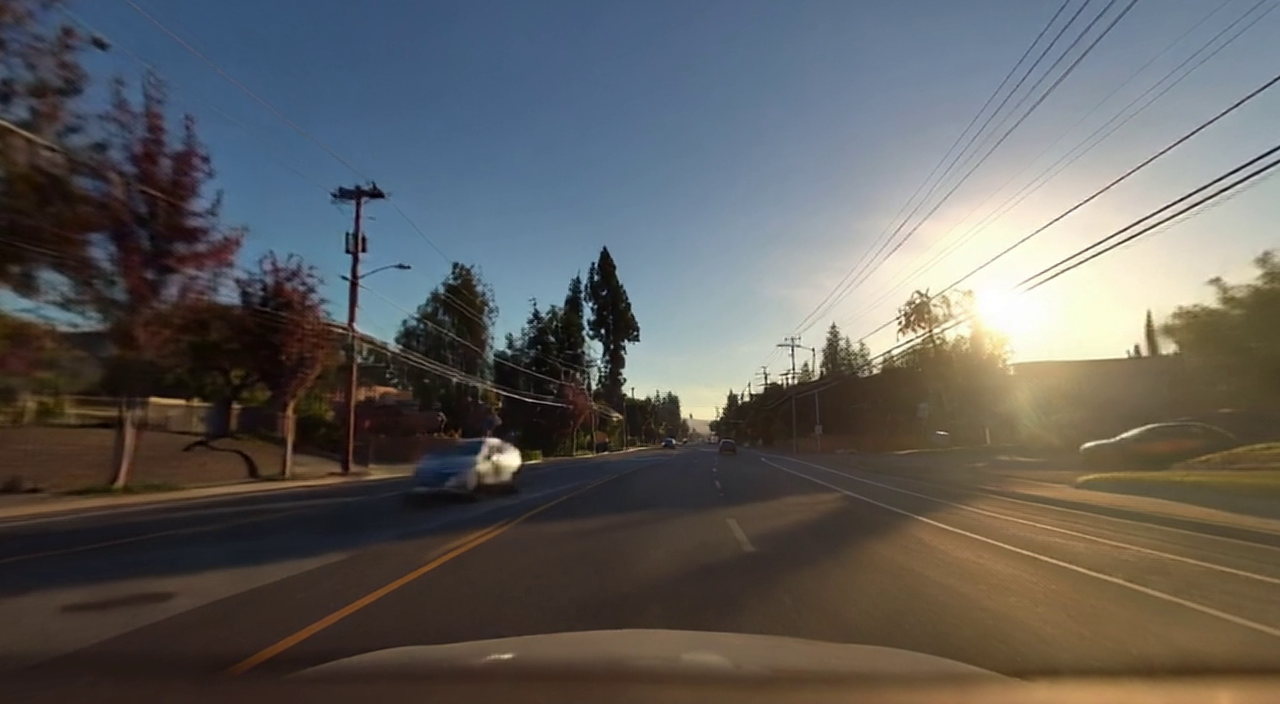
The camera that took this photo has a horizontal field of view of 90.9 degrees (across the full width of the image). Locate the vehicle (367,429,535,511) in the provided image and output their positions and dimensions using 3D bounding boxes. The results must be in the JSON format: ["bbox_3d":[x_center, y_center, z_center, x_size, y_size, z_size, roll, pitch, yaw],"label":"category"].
[{"bbox_3d":[-3.866,2.512,13.831,1.974,1.479,4.392,-1,-9,5],"label":"vehicle"}]

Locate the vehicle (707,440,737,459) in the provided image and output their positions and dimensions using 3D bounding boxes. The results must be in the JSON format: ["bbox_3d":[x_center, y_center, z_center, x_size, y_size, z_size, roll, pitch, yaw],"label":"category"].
[{"bbox_3d":[6.347,7.639,49.307,1.982,1.451,4.152,-1,-9,3],"label":"vehicle"}]

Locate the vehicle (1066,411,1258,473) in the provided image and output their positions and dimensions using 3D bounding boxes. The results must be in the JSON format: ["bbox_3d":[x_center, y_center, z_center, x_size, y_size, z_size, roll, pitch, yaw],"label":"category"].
[{"bbox_3d":[18.000,3.190,22.117,4.687,1.805,2.130,-8,-11,29],"label":"vehicle"}]
